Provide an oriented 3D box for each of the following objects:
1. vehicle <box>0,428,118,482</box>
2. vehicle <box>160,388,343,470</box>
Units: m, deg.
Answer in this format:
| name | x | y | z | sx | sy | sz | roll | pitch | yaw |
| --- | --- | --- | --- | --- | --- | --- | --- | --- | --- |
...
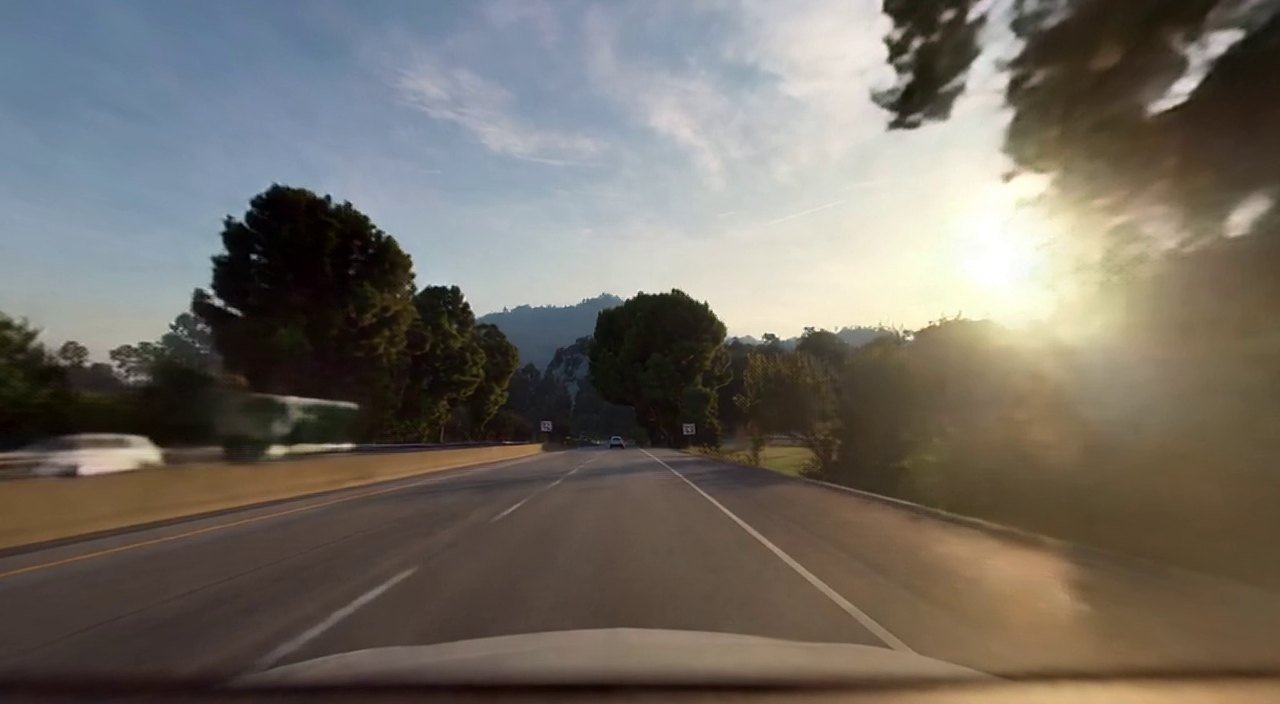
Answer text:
| name | x | y | z | sx | sy | sz | roll | pitch | yaw |
| --- | --- | --- | --- | --- | --- | --- | --- | --- | --- |
| vehicle | -17.574 | 2.943 | 18.352 | 1.651 | 1.406 | 3.654 | 0 | -7 | -2 |
| vehicle | -13.116 | 2.714 | 22.066 | 2.231 | 2.431 | 6.581 | 0 | -8 | -1 |
